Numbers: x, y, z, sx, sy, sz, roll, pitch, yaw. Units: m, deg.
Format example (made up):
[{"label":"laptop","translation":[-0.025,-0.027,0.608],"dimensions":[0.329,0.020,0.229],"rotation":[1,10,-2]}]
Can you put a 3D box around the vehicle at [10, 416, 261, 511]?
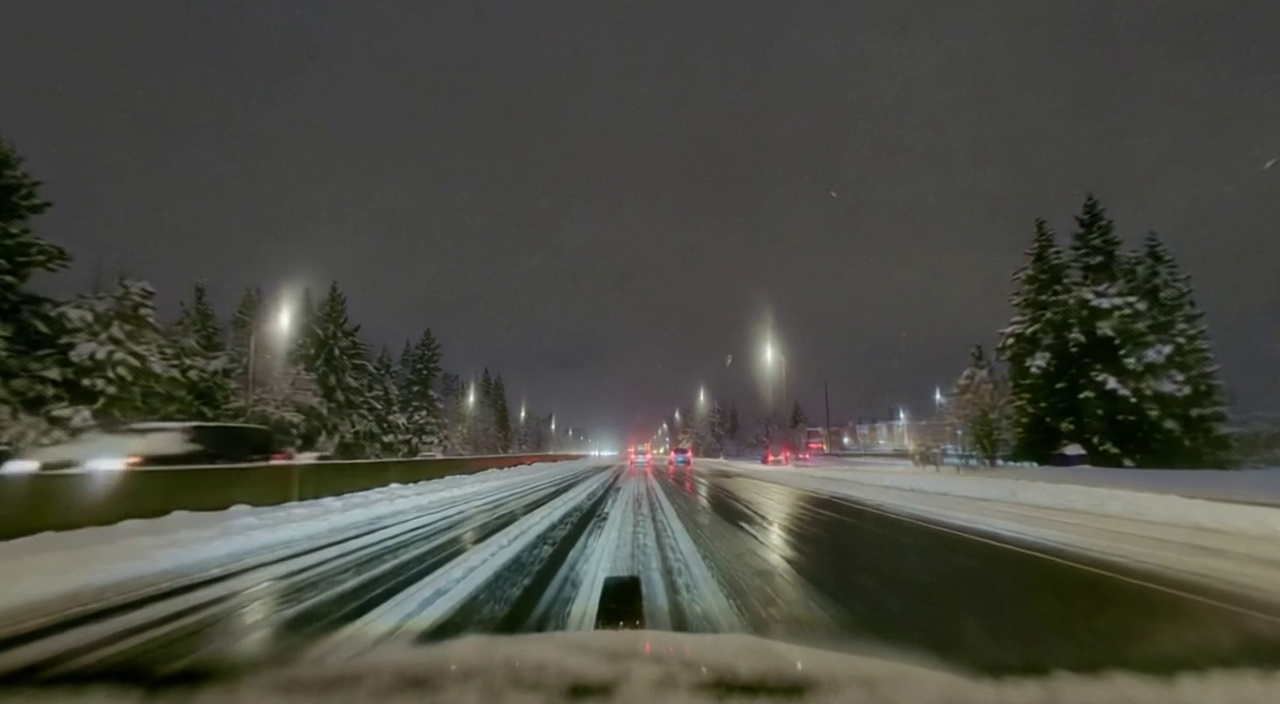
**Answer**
[{"label":"vehicle","translation":[-9.838,2.205,12.851],"dimensions":[1.853,1.600,4.030],"rotation":[0,-8,-2]}]

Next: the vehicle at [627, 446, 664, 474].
[{"label":"vehicle","translation":[0.277,6.989,41.207],"dimensions":[2.124,1.673,4.545],"rotation":[0,-9,-3]}]

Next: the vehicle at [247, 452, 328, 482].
[{"label":"vehicle","translation":[-18.076,5.875,32.612],"dimensions":[1.745,1.302,4.212],"rotation":[0,-8,0]}]

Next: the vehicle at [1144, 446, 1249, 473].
[{"label":"vehicle","translation":[31.770,6.123,36.251],"dimensions":[1.886,1.450,4.349],"rotation":[0,-9,-3]}]
